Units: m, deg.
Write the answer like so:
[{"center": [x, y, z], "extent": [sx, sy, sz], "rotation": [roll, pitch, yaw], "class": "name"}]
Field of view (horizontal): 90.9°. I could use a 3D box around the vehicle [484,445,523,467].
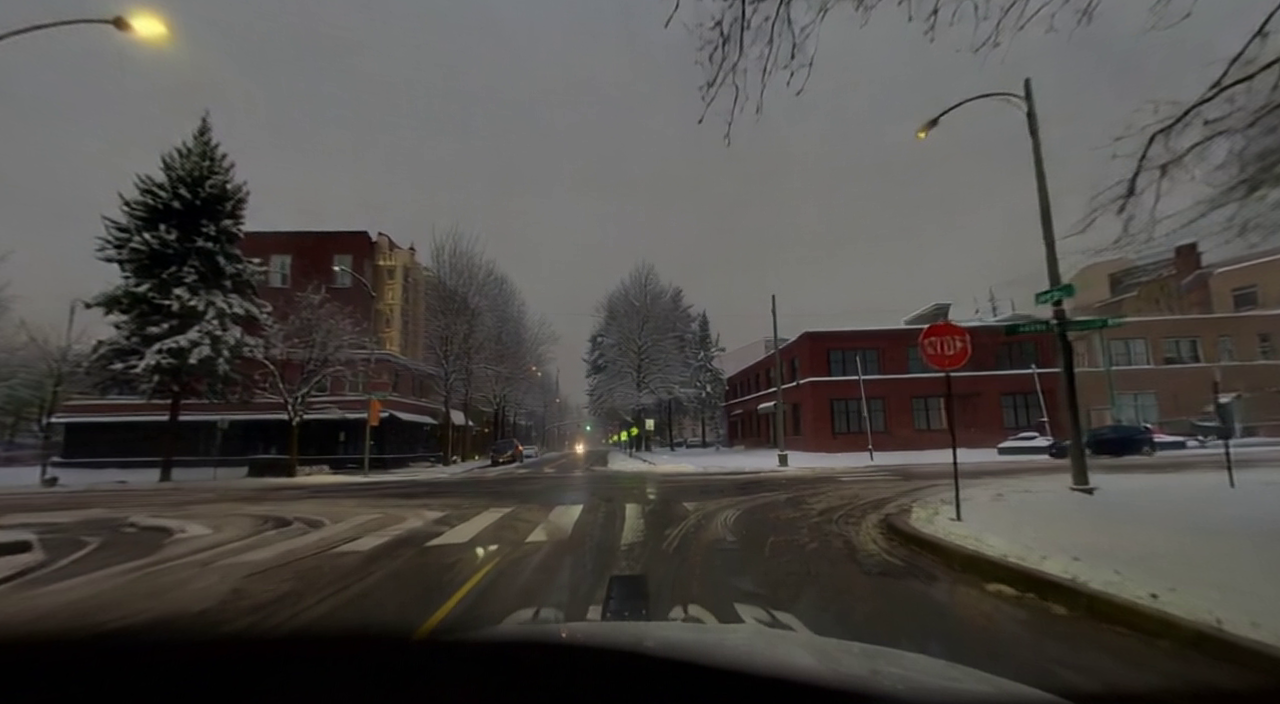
[{"center": [-9.964, 7.595, 46.335], "extent": [2.033, 1.491, 4.298], "rotation": [0, -8, -2], "class": "vehicle"}]
